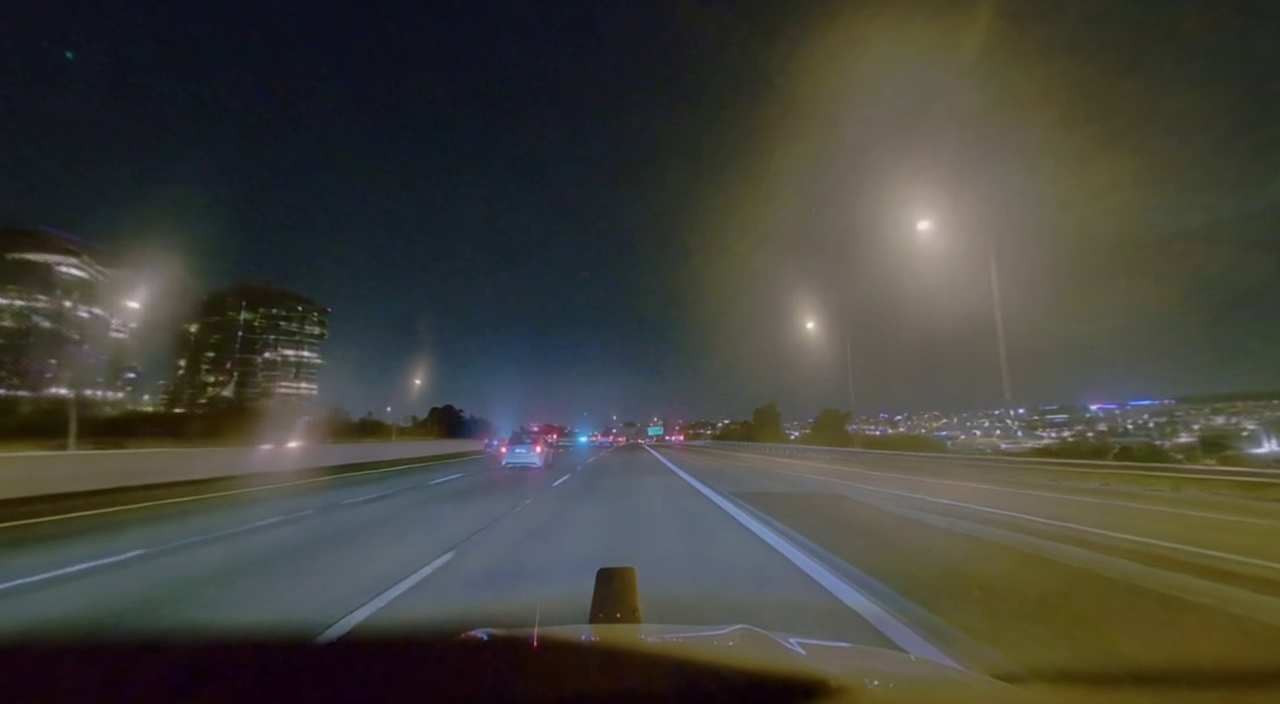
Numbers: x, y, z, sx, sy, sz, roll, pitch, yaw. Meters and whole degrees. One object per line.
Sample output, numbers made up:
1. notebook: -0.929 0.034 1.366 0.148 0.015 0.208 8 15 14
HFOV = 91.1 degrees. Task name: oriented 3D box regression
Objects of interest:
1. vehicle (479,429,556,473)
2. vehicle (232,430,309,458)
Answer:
1. vehicle: -4.455 3.669 23.611 1.996 1.490 4.571 0 -8 0
2. vehicle: -20.891 5.207 35.716 1.847 1.522 4.153 0 -8 0
